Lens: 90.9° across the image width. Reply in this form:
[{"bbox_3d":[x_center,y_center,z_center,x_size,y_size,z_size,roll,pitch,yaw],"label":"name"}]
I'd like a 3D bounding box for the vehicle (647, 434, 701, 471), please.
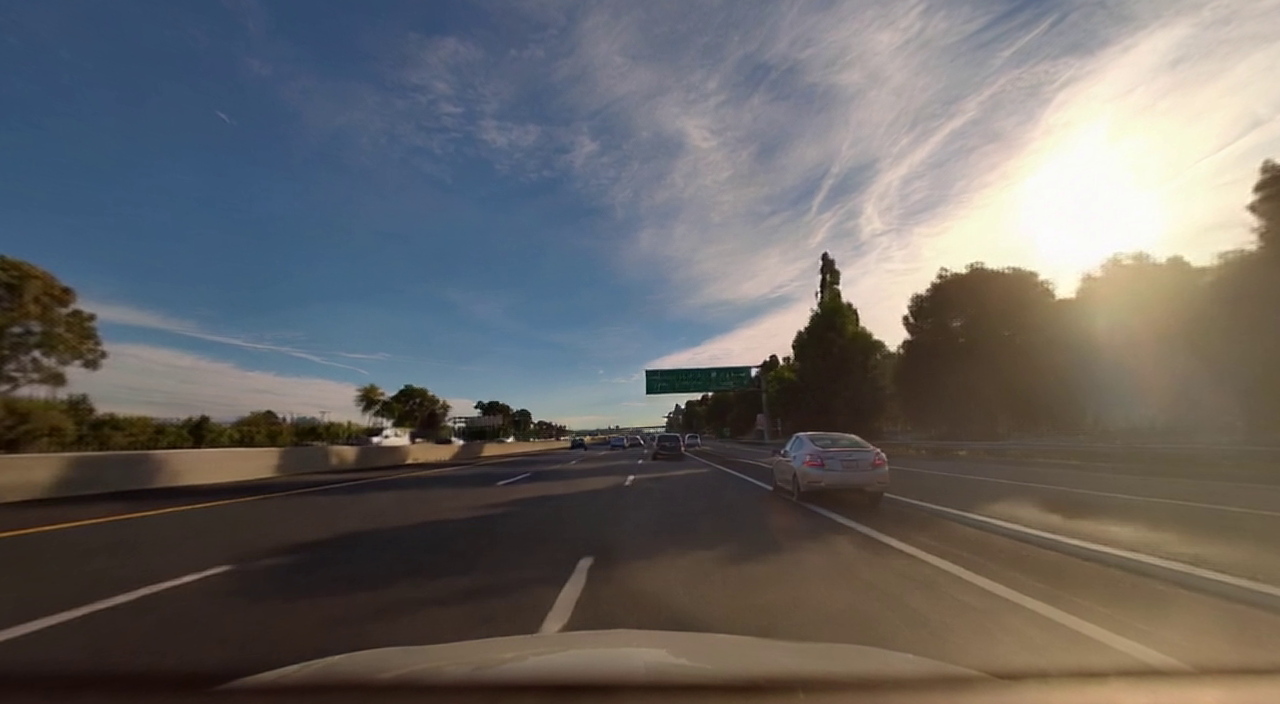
[{"bbox_3d":[1.530,4.742,30.184,2.240,1.646,4.949,0,-7,-1],"label":"vehicle"}]

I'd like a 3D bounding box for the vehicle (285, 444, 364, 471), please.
[{"bbox_3d":[-20.549,6.844,41.333,2.493,1.560,4.946,0,-7,1],"label":"vehicle"}]

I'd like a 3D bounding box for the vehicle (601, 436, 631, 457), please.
[{"bbox_3d":[-1.815,7.248,48.593,2.103,1.512,4.155,0,-7,1],"label":"vehicle"}]

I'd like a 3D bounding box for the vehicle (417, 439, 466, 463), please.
[{"bbox_3d":[-13.626,6.779,43.472,1.858,1.511,4.027,0,-7,2],"label":"vehicle"}]

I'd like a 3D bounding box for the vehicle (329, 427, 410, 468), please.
[{"bbox_3d":[-20.625,7.289,48.578,2.734,2.836,7.380,0,-7,2],"label":"vehicle"}]
